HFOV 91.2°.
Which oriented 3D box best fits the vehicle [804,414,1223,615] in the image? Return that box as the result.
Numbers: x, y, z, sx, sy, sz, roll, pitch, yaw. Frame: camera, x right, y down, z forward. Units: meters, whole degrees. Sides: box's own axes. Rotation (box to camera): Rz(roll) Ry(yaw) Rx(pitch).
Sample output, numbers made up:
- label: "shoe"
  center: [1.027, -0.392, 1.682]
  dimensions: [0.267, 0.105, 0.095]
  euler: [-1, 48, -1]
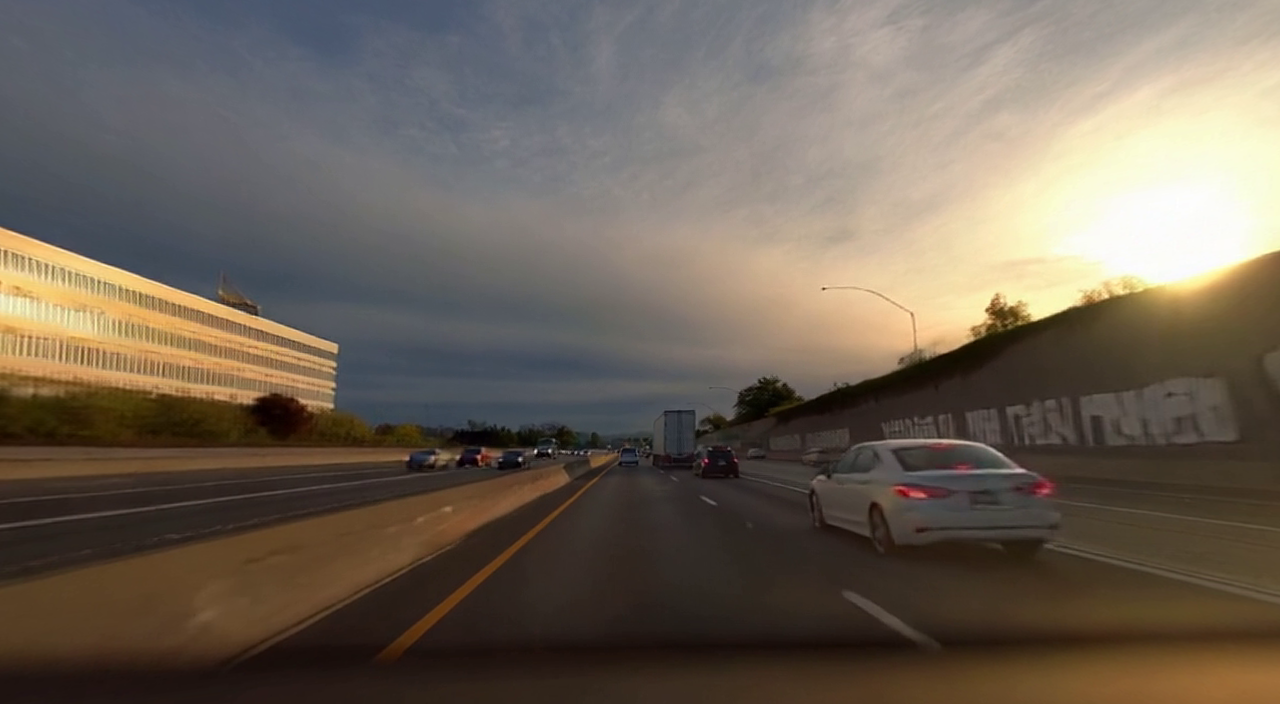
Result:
- label: "vehicle"
  center: [3.643, 1.672, 7.471]
  dimensions: [2.045, 1.605, 4.674]
  euler: [0, -9, -1]

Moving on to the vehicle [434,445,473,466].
- label: "vehicle"
  center: [-14.790, 8.220, 49.831]
  dimensions: [1.945, 1.594, 4.017]
  euler: [0, -9, -1]

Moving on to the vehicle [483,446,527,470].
- label: "vehicle"
  center: [-8.775, 6.951, 41.178]
  dimensions: [1.895, 1.483, 4.494]
  euler: [0, -9, 0]

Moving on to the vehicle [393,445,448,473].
- label: "vehicle"
  center: [-12.593, 6.165, 36.205]
  dimensions: [1.806, 1.481, 3.966]
  euler: [0, -9, 0]

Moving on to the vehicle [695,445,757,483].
- label: "vehicle"
  center: [3.797, 5.041, 28.520]
  dimensions: [2.085, 1.588, 4.436]
  euler: [0, -9, -2]
